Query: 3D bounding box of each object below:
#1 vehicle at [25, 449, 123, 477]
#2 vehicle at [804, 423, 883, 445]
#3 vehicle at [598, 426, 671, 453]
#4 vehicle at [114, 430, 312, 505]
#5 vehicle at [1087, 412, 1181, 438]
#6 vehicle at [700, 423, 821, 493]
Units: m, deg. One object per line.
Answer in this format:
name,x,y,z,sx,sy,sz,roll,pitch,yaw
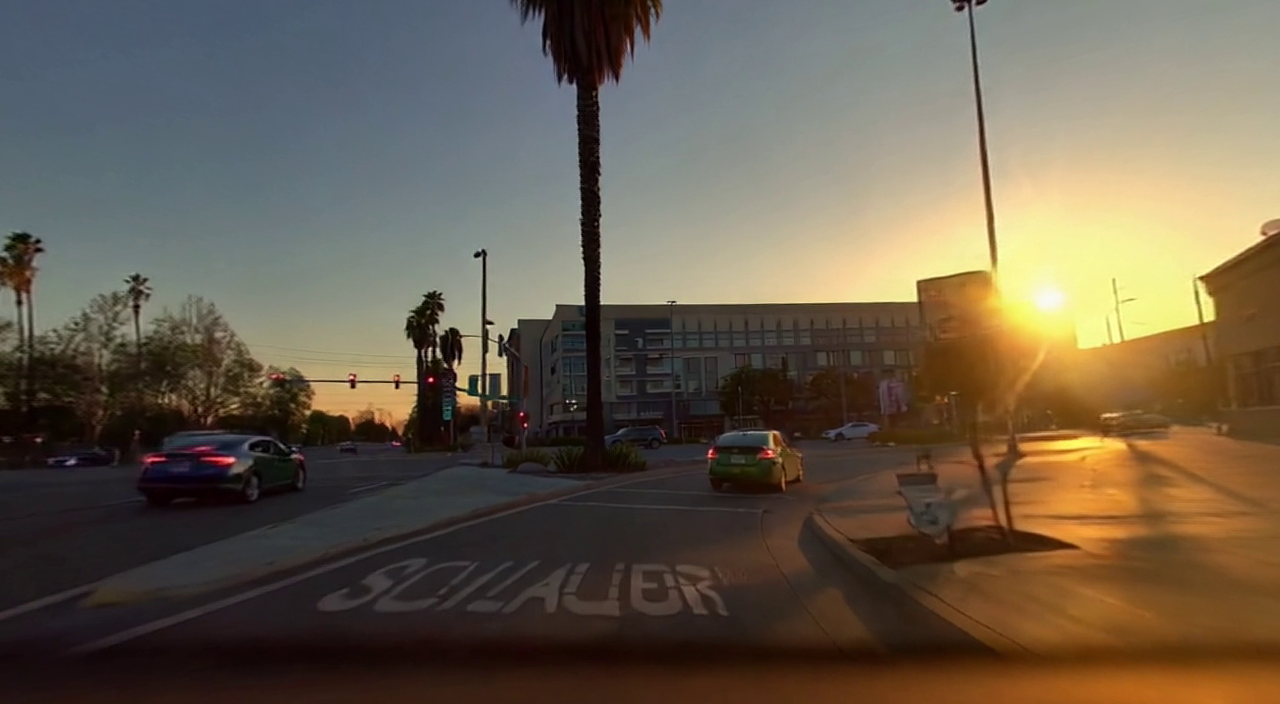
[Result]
vehicle,-34.078,6.671,38.258,2.036,1.526,4.732,1,-9,-8
vehicle,14.556,5.903,45.396,4.981,1.491,1.922,0,-10,-8
vehicle,-0.411,5.998,43.409,4.757,1.633,1.932,-1,-8,-10
vehicle,-9.692,2.642,14.905,1.912,1.487,4.471,1,-8,-6
vehicle,31.935,4.756,40.899,4.458,1.589,2.044,1,-8,-5
vehicle,3.221,2.637,16.096,2.070,1.493,4.570,-3,-9,22
